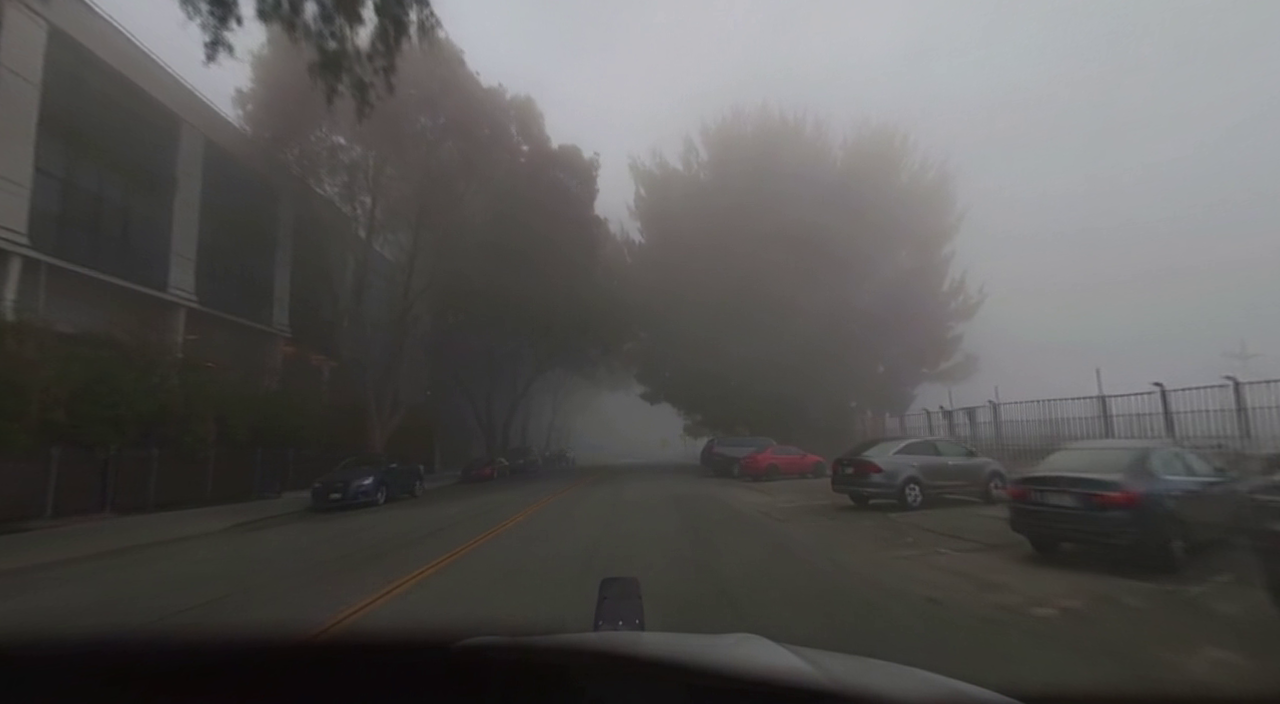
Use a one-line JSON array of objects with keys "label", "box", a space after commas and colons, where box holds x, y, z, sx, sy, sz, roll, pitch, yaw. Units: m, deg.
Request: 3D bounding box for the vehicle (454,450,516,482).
[{"label": "vehicle", "box": [-8.032, 5.921, 33.154, 1.911, 1.497, 4.738, 0, -8, 2]}]

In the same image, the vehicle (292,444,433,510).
[{"label": "vehicle", "box": [-7.943, 3.578, 18.651, 2.172, 1.707, 4.273, 0, -8, 0]}]

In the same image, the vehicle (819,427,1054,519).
[{"label": "vehicle", "box": [6.642, 2.623, 14.148, 4.858, 1.758, 2.021, 4, -9, -25]}]

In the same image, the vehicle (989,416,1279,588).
[{"label": "vehicle", "box": [7.072, 1.748, 8.163, 4.846, 1.645, 2.008, 4, -10, -27]}]

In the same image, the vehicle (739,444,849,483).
[{"label": "vehicle", "box": [6.458, 4.615, 26.428, 4.265, 1.510, 1.915, 5, -10, -29]}]

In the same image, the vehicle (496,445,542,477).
[{"label": "vehicle", "box": [-7.607, 6.862, 40.092, 1.957, 1.693, 4.588, -2, -6, 1]}]
